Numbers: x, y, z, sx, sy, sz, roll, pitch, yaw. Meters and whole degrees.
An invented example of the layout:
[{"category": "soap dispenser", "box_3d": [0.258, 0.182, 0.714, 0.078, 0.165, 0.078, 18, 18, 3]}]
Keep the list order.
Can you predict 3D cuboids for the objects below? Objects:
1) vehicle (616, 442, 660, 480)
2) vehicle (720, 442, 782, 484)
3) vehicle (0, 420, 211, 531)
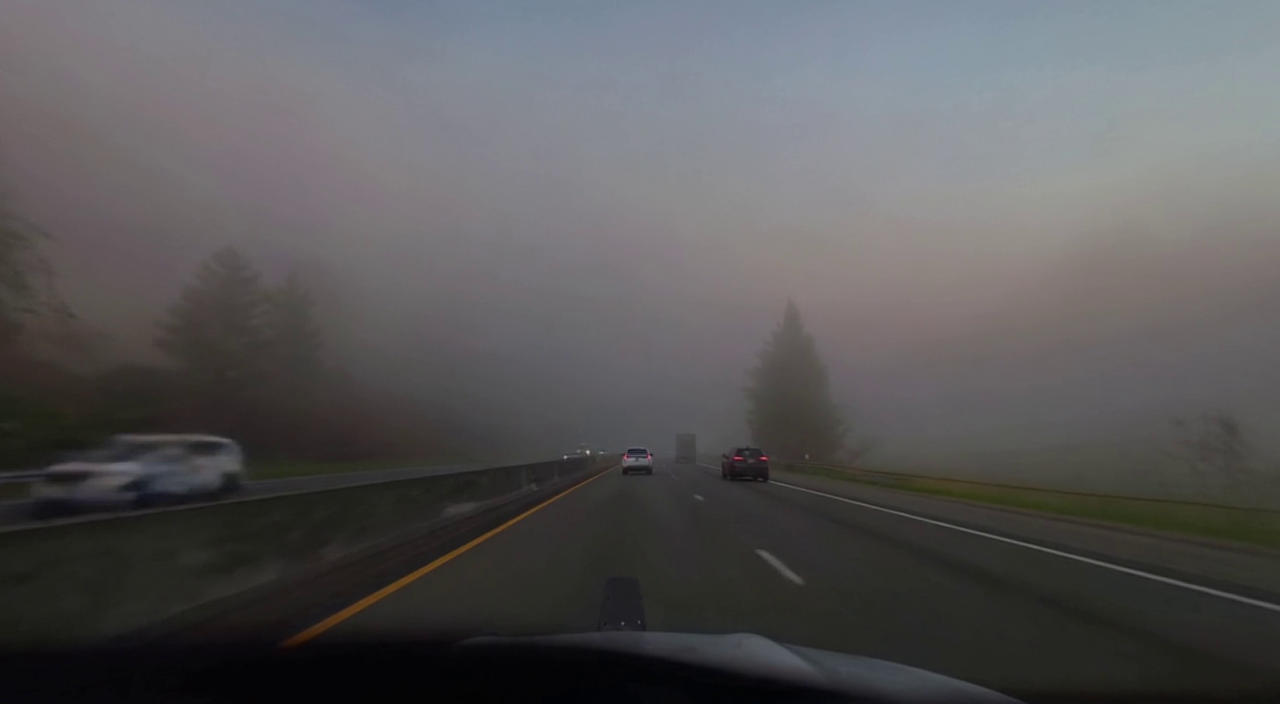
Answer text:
[{"category": "vehicle", "box_3d": [-0.078, 5.334, 31.056, 2.038, 1.723, 4.150, 0, -9, 1]}, {"category": "vehicle", "box_3d": [4.872, 4.955, 28.373, 2.040, 1.721, 4.507, 0, -9, 1]}, {"category": "vehicle", "box_3d": [-12.836, 2.762, 14.596, 2.083, 2.091, 5.097, -1, -9, 1]}]
